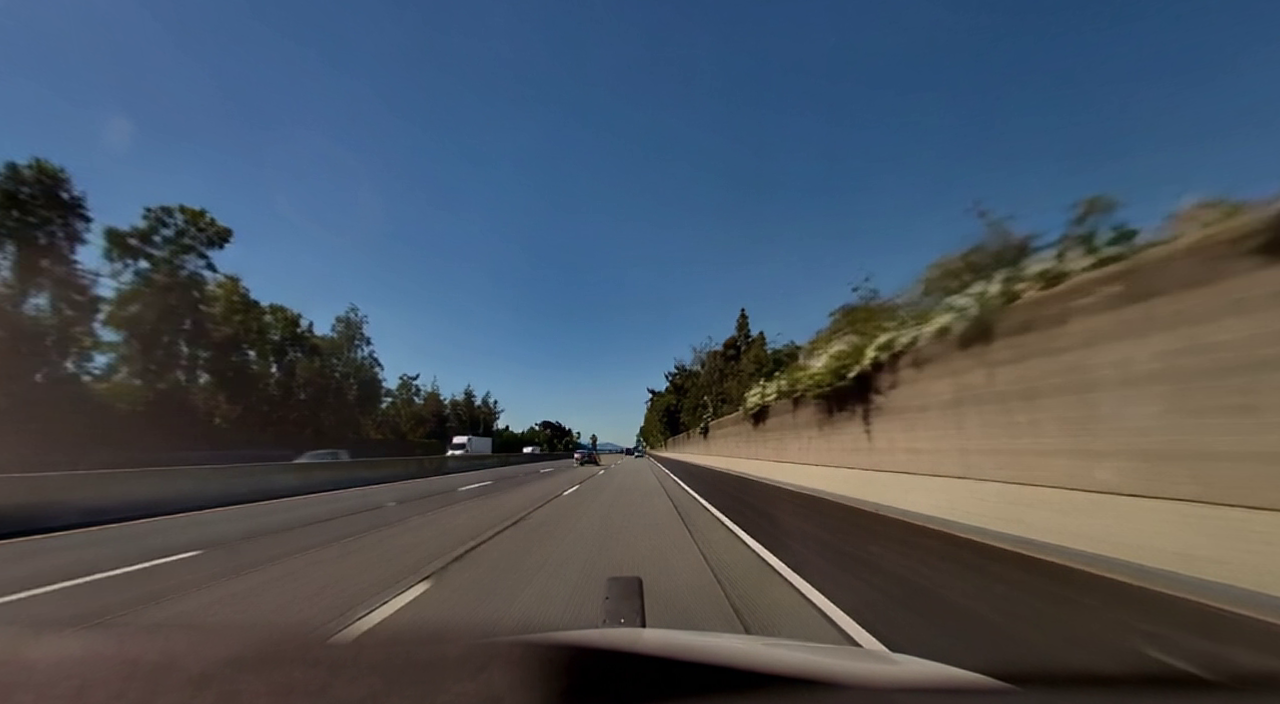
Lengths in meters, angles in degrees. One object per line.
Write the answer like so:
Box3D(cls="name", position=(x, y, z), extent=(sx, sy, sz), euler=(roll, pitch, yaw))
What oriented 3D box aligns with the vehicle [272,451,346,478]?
Box3D(cls="vehicle", position=(-19.160, 6.521, 36.745), extent=(1.876, 1.475, 4.484), euler=(0, -9, 0))
